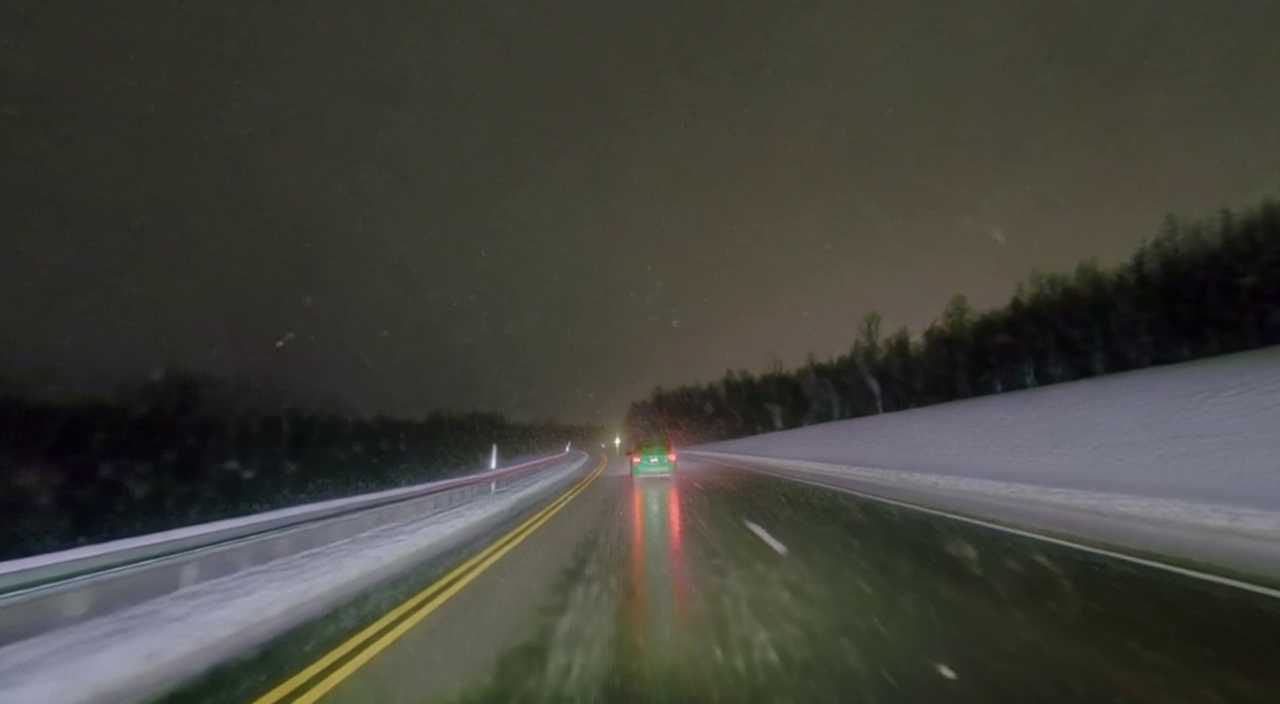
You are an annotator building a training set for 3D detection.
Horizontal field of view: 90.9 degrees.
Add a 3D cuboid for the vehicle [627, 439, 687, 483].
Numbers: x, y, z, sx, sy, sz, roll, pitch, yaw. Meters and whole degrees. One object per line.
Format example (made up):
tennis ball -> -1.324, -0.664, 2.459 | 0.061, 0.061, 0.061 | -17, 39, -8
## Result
vehicle -> 0.529, 4.034, 23.606 | 2.029, 1.474, 4.183 | 0, -8, -2
